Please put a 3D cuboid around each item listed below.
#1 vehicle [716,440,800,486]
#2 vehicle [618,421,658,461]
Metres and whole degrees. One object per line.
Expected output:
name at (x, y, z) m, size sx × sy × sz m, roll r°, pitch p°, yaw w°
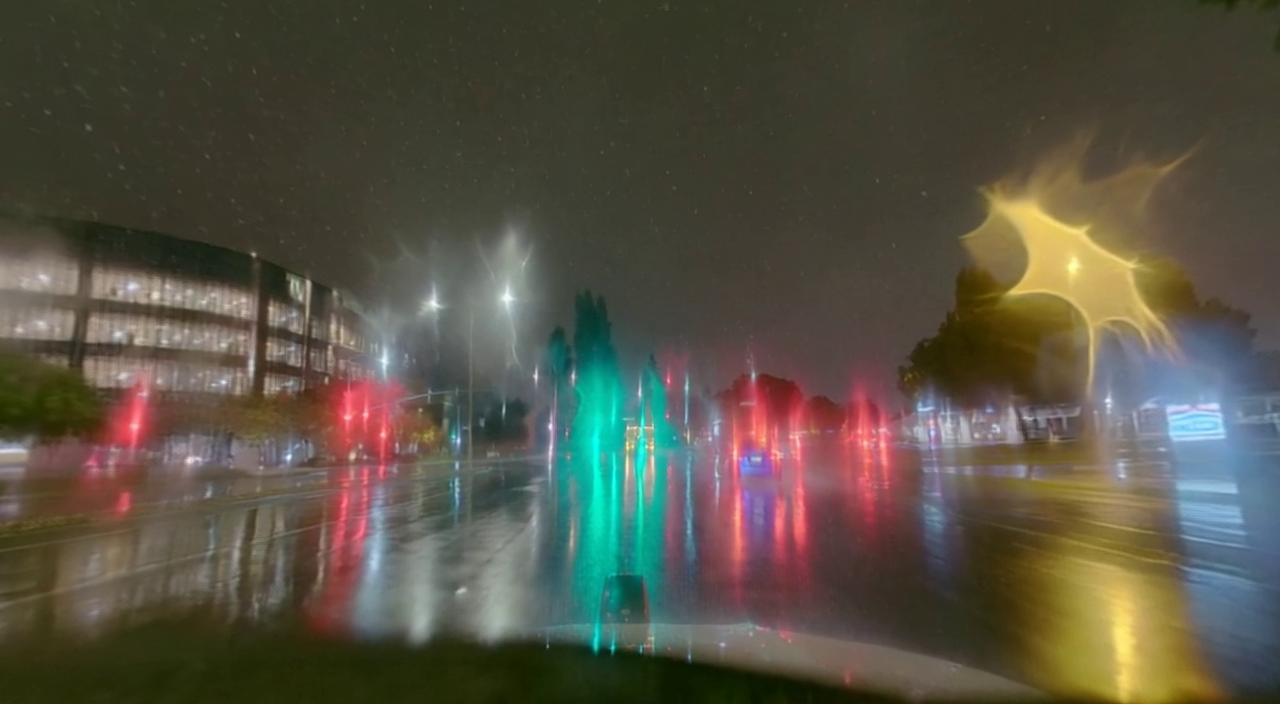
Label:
vehicle at (4.035, 3.880, 22.468) m, size 2.005 × 1.442 × 4.675 m, roll 0°, pitch -8°, yaw -1°
vehicle at (-0.115, 6.942, 49.191) m, size 2.833 × 2.879 × 6.572 m, roll 0°, pitch -8°, yaw 1°
